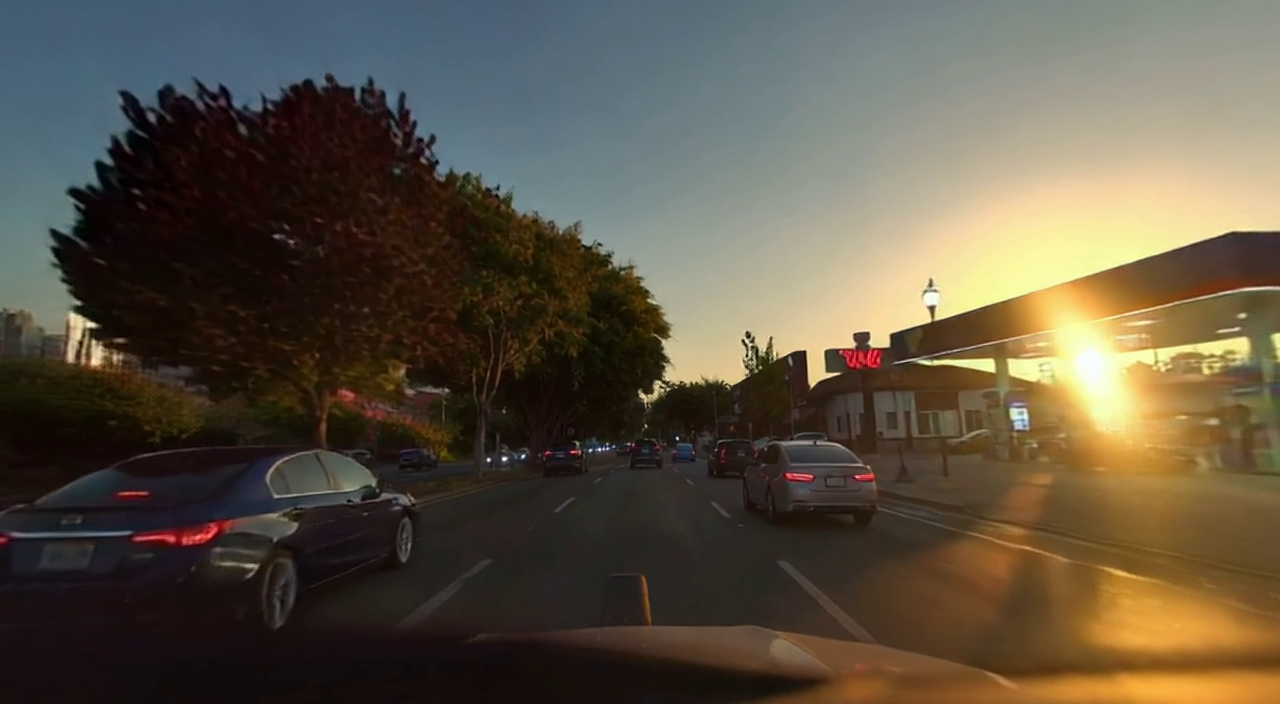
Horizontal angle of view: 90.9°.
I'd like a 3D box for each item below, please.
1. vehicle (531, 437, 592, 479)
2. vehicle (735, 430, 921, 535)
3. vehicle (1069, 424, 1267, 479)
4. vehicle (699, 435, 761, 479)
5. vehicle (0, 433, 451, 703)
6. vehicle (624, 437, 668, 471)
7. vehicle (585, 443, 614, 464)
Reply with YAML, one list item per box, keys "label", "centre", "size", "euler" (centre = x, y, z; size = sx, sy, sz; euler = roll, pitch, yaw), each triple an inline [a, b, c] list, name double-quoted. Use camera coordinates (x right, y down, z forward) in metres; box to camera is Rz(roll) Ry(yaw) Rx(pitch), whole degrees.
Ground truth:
- label: "vehicle"
  centre: [-3.241, 4.444, 26.690]
  size: [1.988, 1.645, 3.995]
  euler: [0, -8, 1]
- label: "vehicle"
  centre: [3.075, 2.231, 11.460]
  size: [1.919, 1.502, 4.572]
  euler: [0, -8, -1]
- label: "vehicle"
  centre: [17.249, 3.291, 21.036]
  size: [1.860, 1.587, 4.949]
  euler: [1, -8, -9]
- label: "vehicle"
  centre: [3.842, 4.554, 27.613]
  size: [1.980, 1.709, 4.813]
  euler: [0, -8, 0]
- label: "vehicle"
  centre: [-3.230, 1.374, 5.034]
  size: [2.013, 1.354, 4.393]
  euler: [0, -8, 1]
- label: "vehicle"
  centre: [0.309, 5.467, 33.965]
  size: [2.192, 1.674, 4.124]
  euler: [0, -8, 0]
- label: "vehicle"
  centre: [-3.045, 7.669, 47.825]
  size: [1.901, 1.483, 4.372]
  euler: [0, -8, 0]
